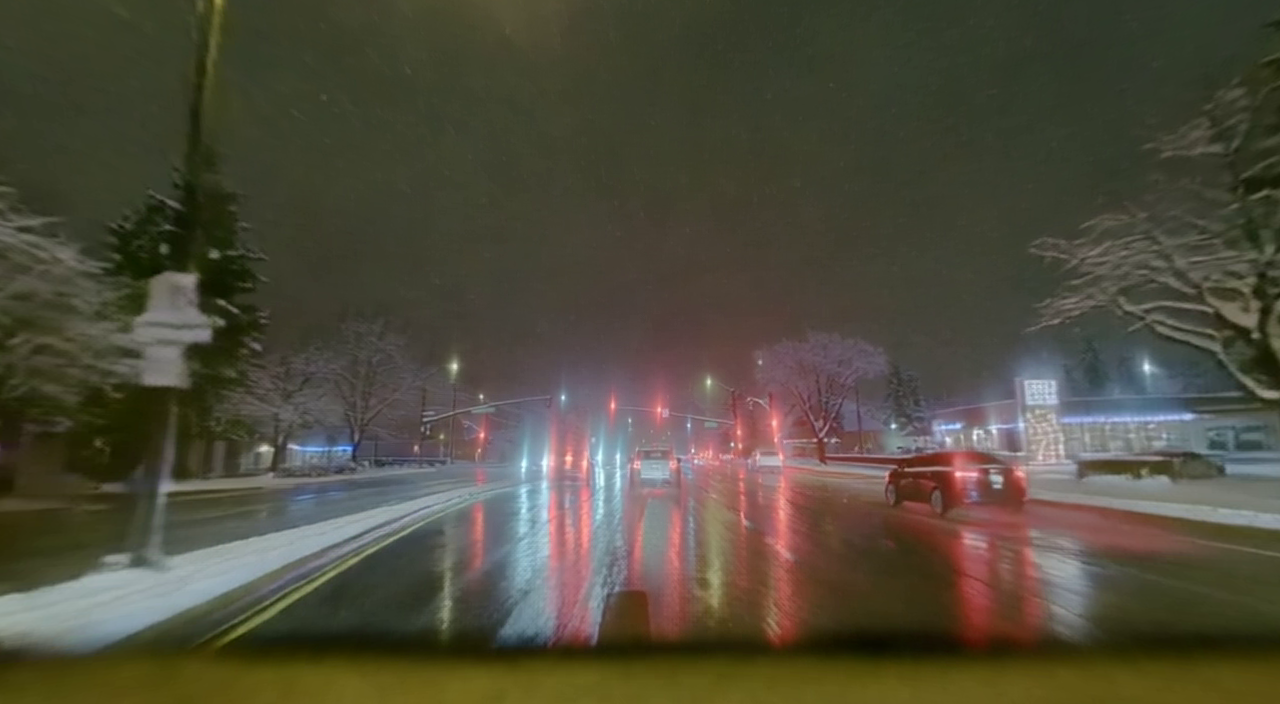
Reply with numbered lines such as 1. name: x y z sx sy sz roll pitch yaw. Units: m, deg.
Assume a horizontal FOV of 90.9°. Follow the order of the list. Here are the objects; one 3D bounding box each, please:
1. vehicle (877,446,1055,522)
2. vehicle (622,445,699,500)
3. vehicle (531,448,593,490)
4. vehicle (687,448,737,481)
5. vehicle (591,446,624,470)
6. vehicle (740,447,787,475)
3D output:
1. vehicle: 7.471 3.034 15.062 1.892 1.515 4.400 0 -9 0
2. vehicle: 0.601 3.612 19.222 2.096 1.473 3.893 0 -9 1
3. vehicle: -2.875 4.431 24.210 1.938 1.472 4.399 0 -9 -2
4. vehicle: 3.518 5.602 31.618 1.988 1.528 4.144 0 -9 -1
5. vehicle: -2.416 8.020 47.931 2.219 1.699 4.090 0 -9 1
6. vehicle: 7.746 6.878 39.962 2.044 1.701 4.397 0 -9 0
